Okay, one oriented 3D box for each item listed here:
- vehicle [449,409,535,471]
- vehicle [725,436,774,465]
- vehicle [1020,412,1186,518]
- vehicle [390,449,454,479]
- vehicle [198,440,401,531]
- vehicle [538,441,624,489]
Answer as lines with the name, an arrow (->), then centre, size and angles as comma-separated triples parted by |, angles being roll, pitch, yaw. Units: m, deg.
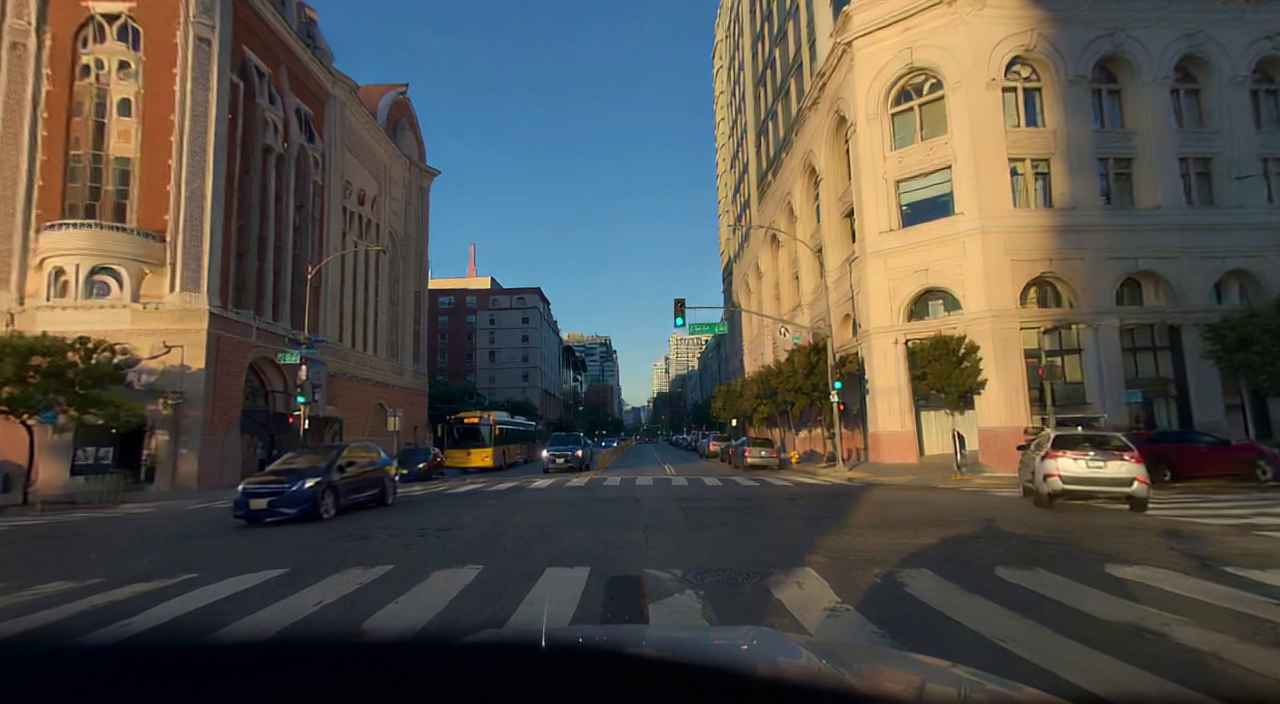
vehicle -> -8.930, 5.564, 39.601 | 2.981, 3.391, 9.957 | 0, -8, 0
vehicle -> 6.243, 5.643, 36.296 | 1.926, 1.574, 3.961 | 0, -8, -2
vehicle -> 8.353, 1.996, 11.607 | 1.912, 1.505, 4.889 | -6, -10, 34
vehicle -> -11.939, 6.115, 34.796 | 1.998, 1.505, 4.405 | 0, -8, 0
vehicle -> -6.483, 2.544, 12.639 | 1.861, 1.508, 4.052 | 0, -8, -1
vehicle -> -2.113, 3.702, 21.159 | 1.904, 1.402, 4.759 | 3, -9, -18
